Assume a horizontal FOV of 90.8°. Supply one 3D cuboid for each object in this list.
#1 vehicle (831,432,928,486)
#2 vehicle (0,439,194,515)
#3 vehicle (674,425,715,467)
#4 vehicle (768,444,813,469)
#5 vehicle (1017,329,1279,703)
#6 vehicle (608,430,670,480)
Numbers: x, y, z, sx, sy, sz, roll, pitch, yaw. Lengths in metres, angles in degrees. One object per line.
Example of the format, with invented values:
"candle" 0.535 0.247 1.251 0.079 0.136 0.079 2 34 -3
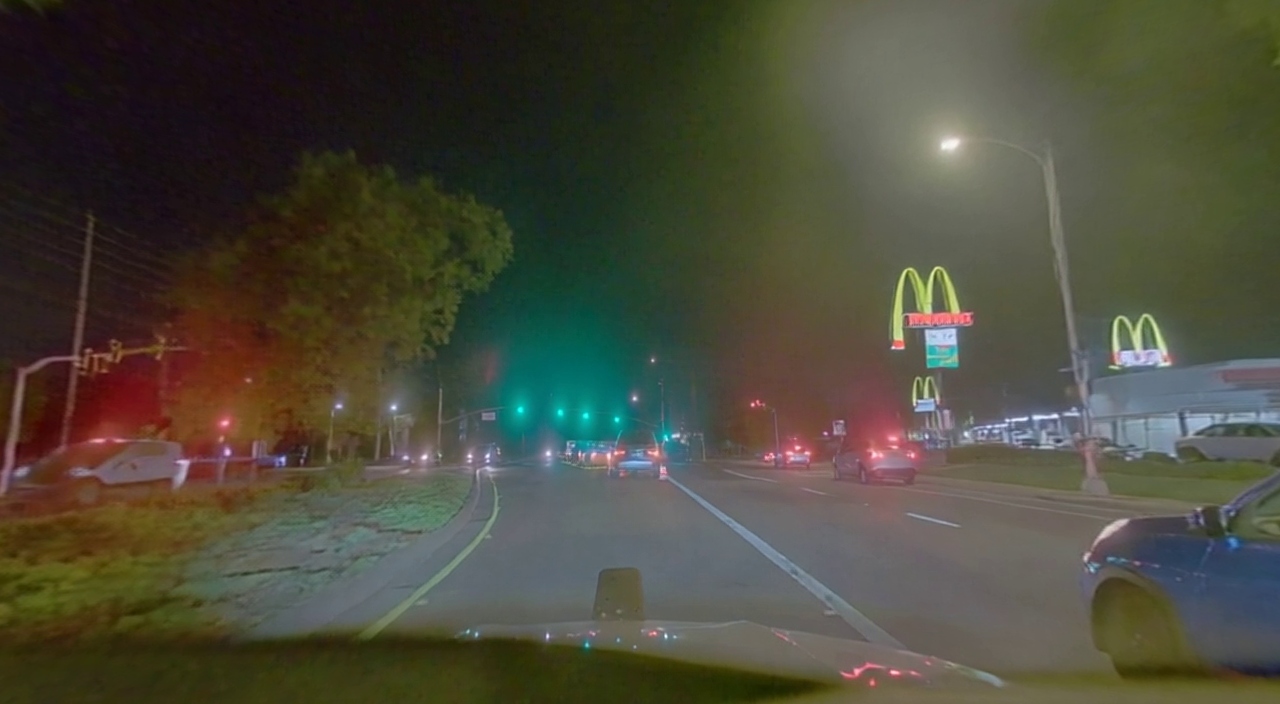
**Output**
"vehicle" 8.814 3.971 23.701 1.977 1.786 4.344 0 -9 2
"vehicle" -14.408 3.231 16.658 2.136 1.676 4.371 -1 -9 -2
"vehicle" 3.576 6.252 42.061 2.239 2.586 4.586 0 -8 -1
"vehicle" 9.425 6.561 39.829 1.879 1.517 4.006 0 -9 0
"vehicle" 3.422 0.680 1.676 2.076 1.716 4.416 0 -9 0
"vehicle" -0.078 4.347 26.880 2.402 1.938 4.535 0 -9 -1
